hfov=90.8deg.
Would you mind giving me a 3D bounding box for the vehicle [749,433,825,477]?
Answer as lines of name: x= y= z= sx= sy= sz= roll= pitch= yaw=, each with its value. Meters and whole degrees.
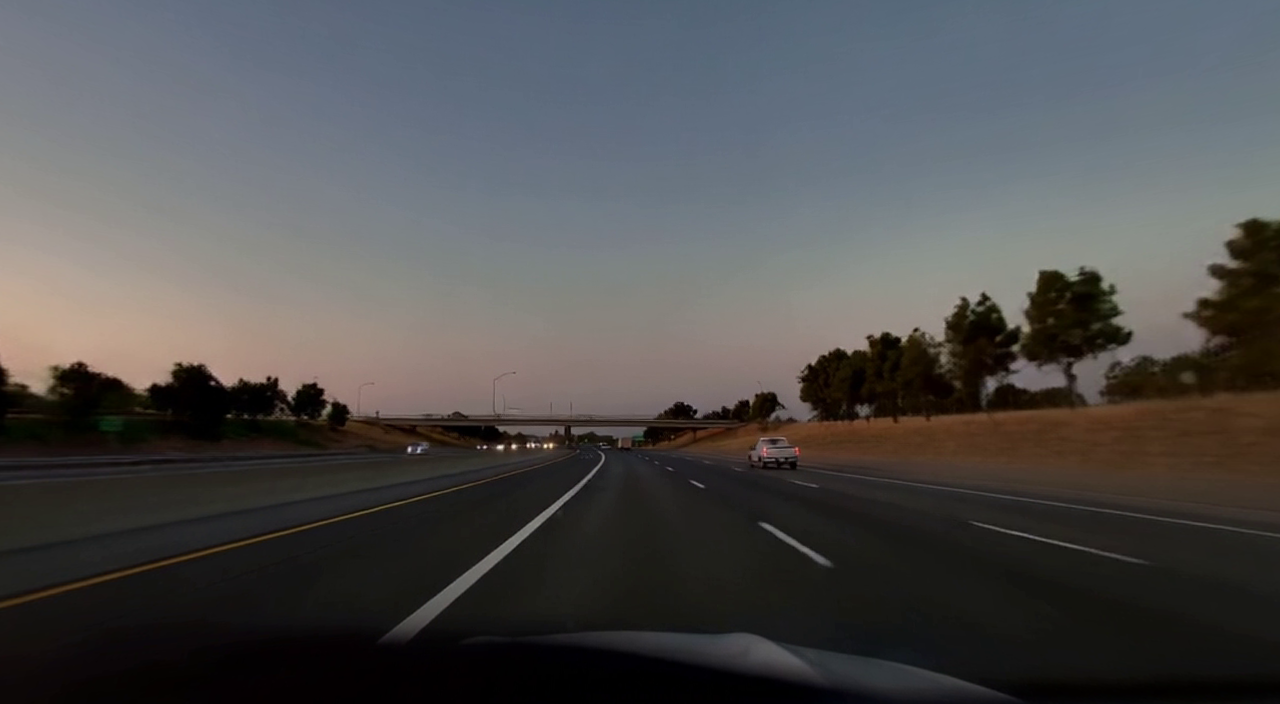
vehicle: x=6.300 y=4.483 z=27.694 sx=2.104 sy=1.723 sz=4.538 roll=0 pitch=-8 yaw=-2
